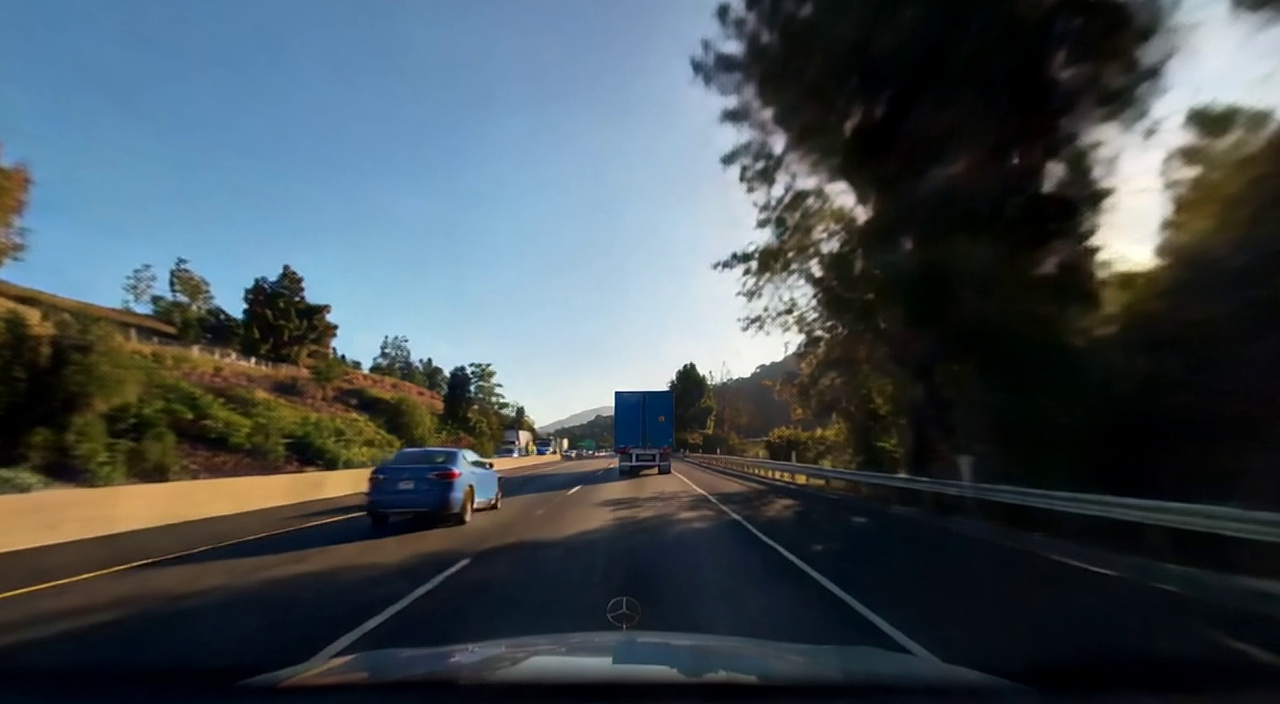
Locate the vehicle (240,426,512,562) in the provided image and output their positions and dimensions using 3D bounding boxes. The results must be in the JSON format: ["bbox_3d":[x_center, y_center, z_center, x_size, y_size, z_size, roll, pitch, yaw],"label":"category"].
[{"bbox_3d":[-3.551,2.042,9.803,2.074,1.546,4.946,0,-9,0],"label":"vehicle"}]

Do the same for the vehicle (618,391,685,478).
[{"bbox_3d":[0.431,4.413,32.880,2.959,3.828,9.617,0,-9,-1],"label":"vehicle"}]
